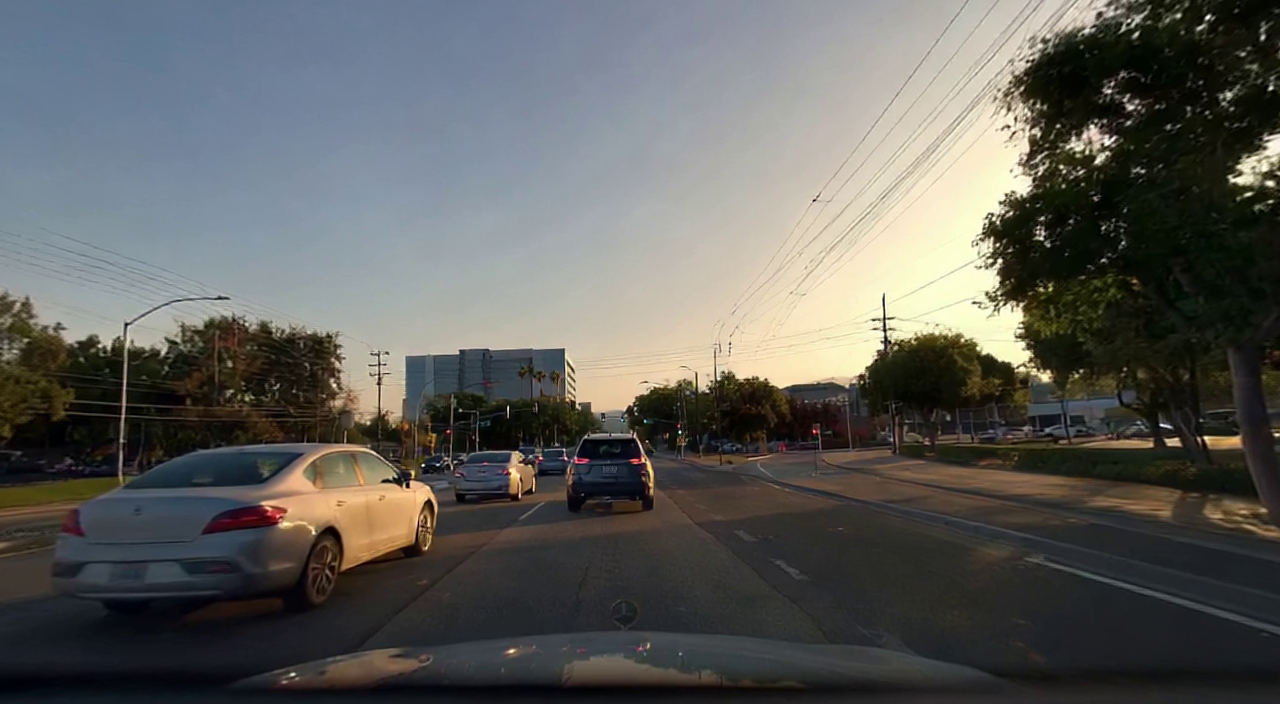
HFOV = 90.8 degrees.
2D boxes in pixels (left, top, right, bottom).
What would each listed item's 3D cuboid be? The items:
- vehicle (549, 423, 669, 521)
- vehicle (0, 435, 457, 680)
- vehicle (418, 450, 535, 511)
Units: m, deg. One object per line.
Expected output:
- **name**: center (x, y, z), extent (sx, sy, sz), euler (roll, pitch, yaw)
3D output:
- **vehicle**: center (-0.612, 2.575, 14.014), extent (2.276, 1.850, 3.897), euler (0, -8, -1)
- **vehicle**: center (-3.483, 1.575, 6.095), extent (2.064, 1.464, 4.373), euler (0, -8, 1)
- **vehicle**: center (-4.125, 3.303, 16.719), extent (2.008, 1.341, 4.138), euler (0, -8, 0)
